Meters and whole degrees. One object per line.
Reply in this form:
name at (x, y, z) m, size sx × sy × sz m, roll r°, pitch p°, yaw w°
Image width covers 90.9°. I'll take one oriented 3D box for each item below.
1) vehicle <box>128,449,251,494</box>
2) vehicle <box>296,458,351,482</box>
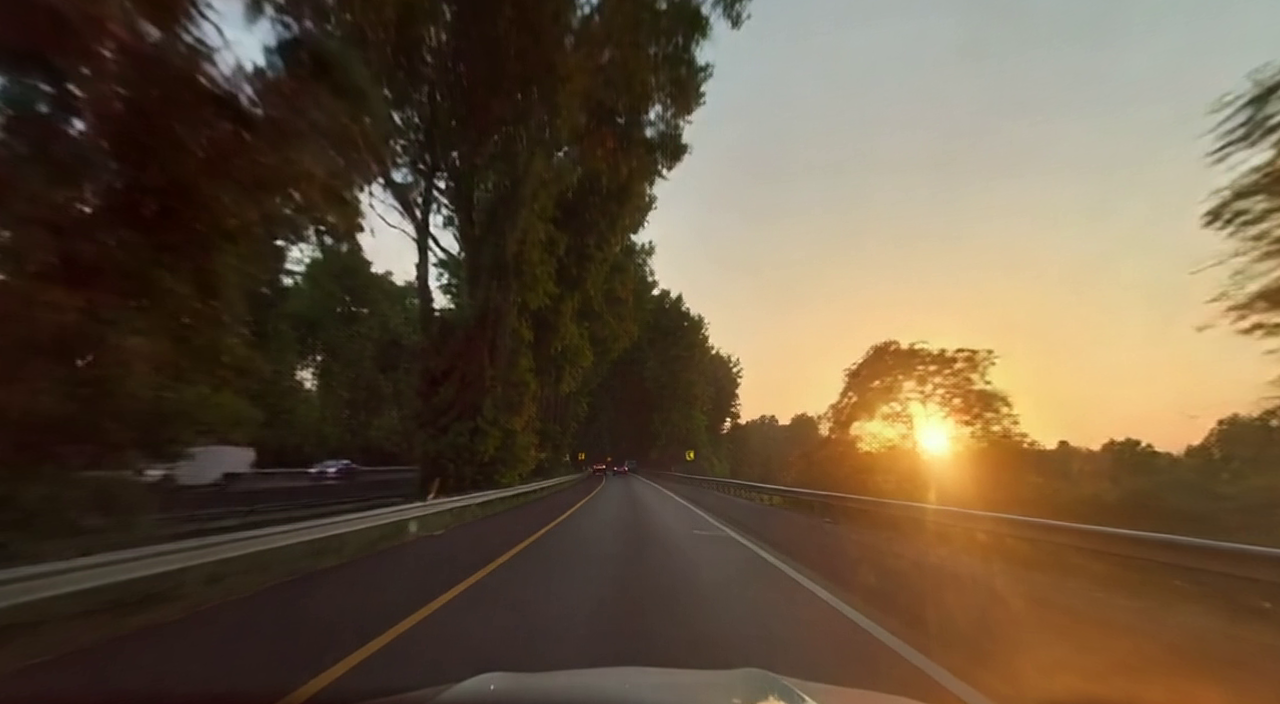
vehicle at (-16.426, 4.396, 23.233) m, size 1.765 × 1.472 × 3.659 m, roll 1°, pitch -10°, yaw 0°
vehicle at (-20.788, 7.762, 41.534) m, size 1.765 × 1.441 × 3.613 m, roll 1°, pitch -10°, yaw 0°
